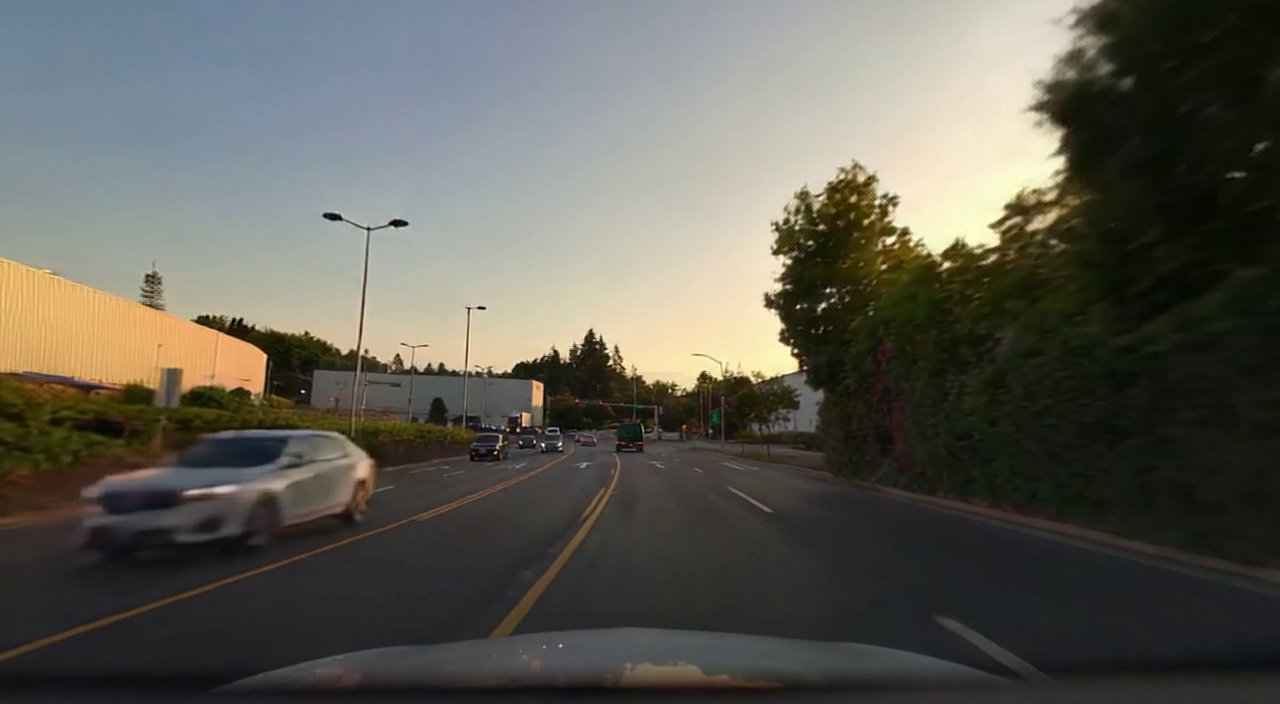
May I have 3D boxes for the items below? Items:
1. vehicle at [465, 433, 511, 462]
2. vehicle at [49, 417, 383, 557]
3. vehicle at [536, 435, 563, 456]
[{"bbox_3d":[-9.114,5.735,38.042,1.957,1.588,3.965,0,-8,-2],"label":"vehicle"},{"bbox_3d":[-5.751,1.839,9.334,2.120,1.610,3.917,0,-8,2],"label":"vehicle"},{"bbox_3d":[-6.839,7.102,47.863,1.727,1.519,3.805,0,-8,-4],"label":"vehicle"}]
